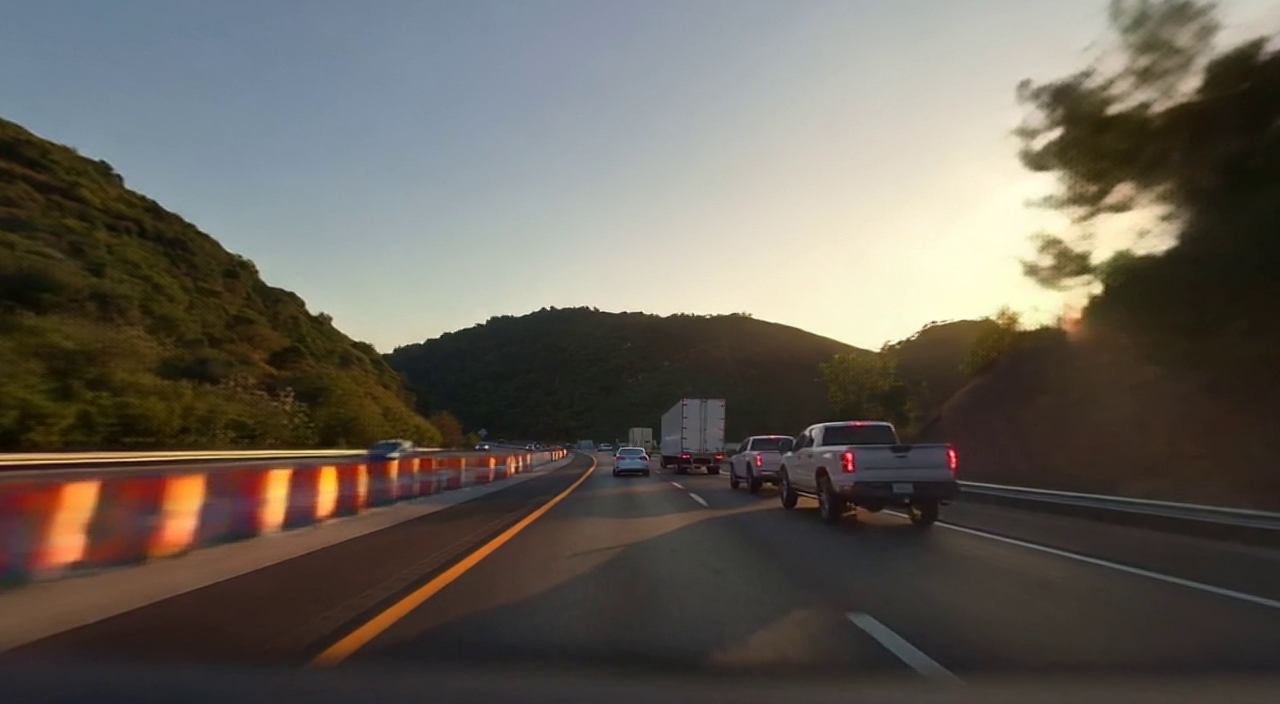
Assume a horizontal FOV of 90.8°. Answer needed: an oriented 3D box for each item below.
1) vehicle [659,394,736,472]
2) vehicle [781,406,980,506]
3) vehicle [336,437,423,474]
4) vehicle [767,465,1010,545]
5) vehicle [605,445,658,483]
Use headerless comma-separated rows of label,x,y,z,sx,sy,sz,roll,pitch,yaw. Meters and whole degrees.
vehicle,3.235,5.381,40.528,2.911,4.099,14.578,0,-9,-3
vehicle,4.031,1.867,11.479,1.873,1.465,4.264,0,-9,-1
vehicle,-11.590,4.642,28.434,2.021,1.499,4.455,0,-9,-1
vehicle,3.974,2.588,11.402,2.129,0.956,5.390,0,-9,-1
vehicle,-0.361,4.544,25.896,2.029,1.437,3.794,0,-9,-1
